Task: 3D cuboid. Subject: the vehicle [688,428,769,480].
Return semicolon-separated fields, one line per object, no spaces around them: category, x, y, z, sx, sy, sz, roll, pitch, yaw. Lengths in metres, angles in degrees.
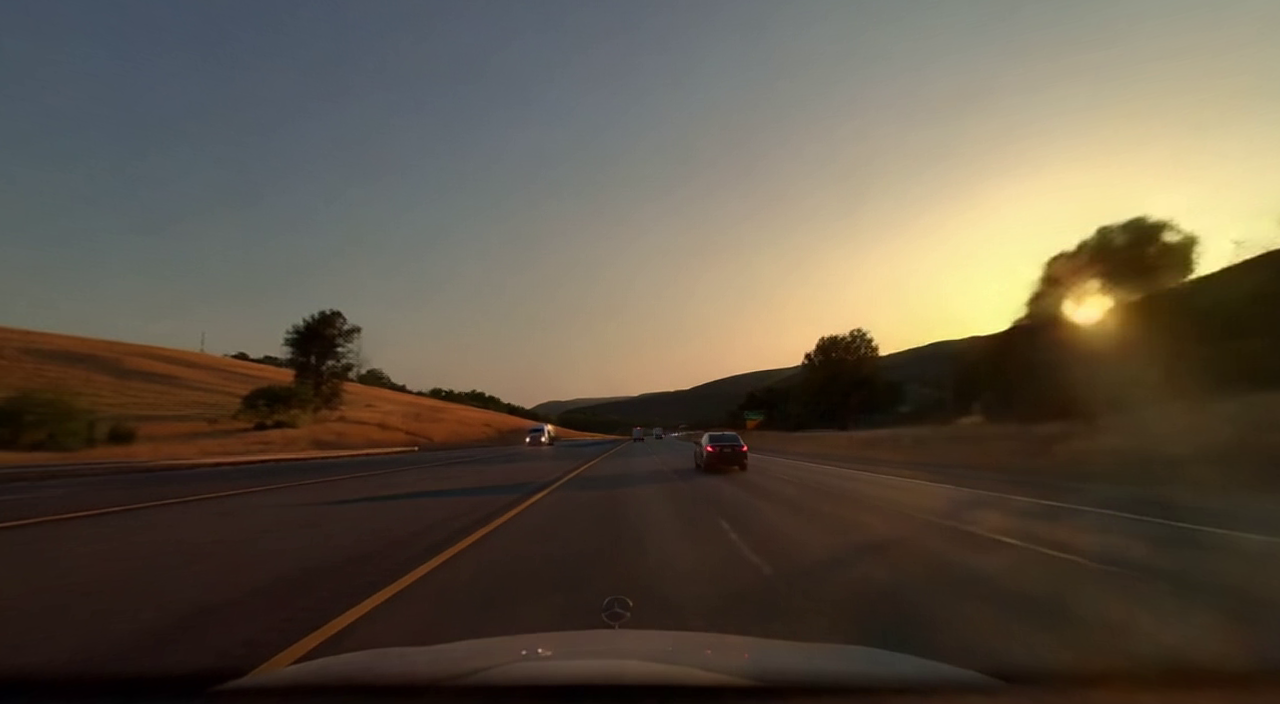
vehicle;2.924;3.464;21.736;2.084;1.583;4.420;0;-8;-1
